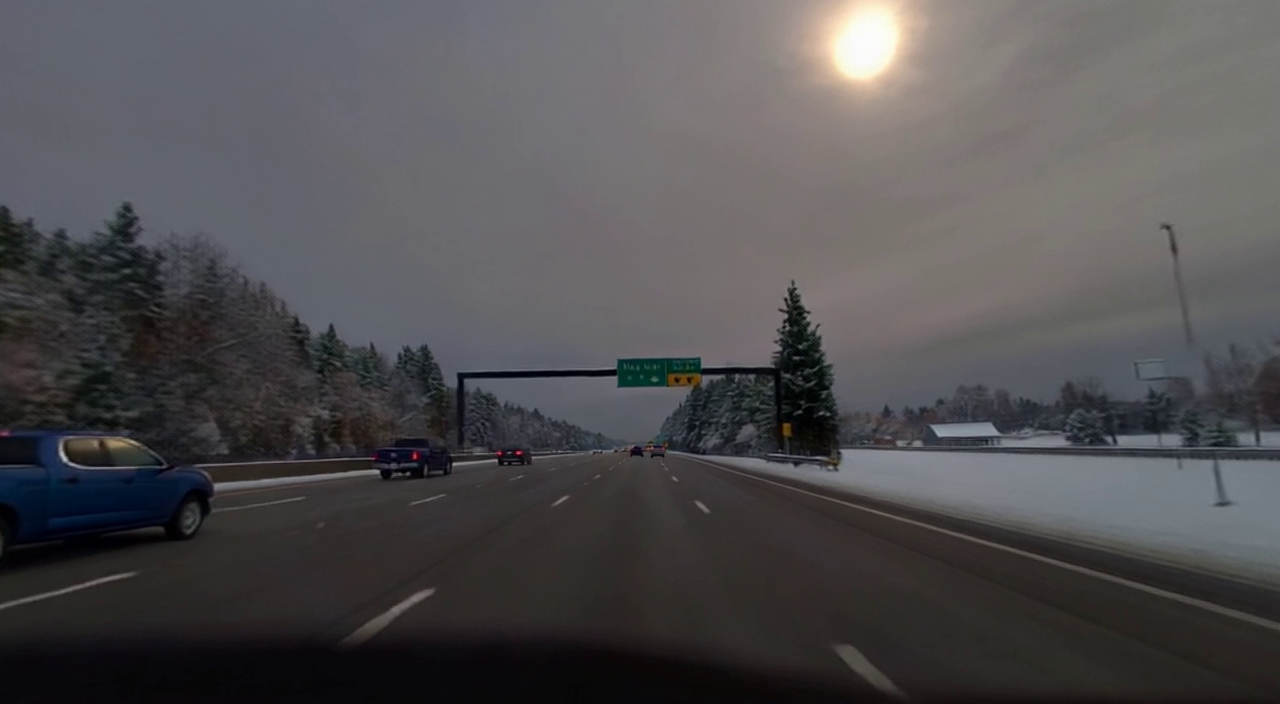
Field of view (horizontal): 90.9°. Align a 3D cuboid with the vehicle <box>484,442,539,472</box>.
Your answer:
[{"bbox_3d":[-6.724,5.526,33.424,1.919,1.499,4.234,0,-8,1],"label":"vehicle"}]

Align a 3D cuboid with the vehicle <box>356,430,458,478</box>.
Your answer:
[{"bbox_3d":[-10.532,4.657,29.162,2.347,1.984,5.778,0,-8,2],"label":"vehicle"}]

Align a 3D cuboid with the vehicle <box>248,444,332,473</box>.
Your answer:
[{"bbox_3d":[-20.744,6.320,37.679,2.019,1.623,4.950,0,-8,2],"label":"vehicle"}]

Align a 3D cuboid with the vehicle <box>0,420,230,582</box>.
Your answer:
[{"bbox_3d":[-7.218,1.597,7.113,1.965,1.567,4.686,0,-8,1],"label":"vehicle"}]
